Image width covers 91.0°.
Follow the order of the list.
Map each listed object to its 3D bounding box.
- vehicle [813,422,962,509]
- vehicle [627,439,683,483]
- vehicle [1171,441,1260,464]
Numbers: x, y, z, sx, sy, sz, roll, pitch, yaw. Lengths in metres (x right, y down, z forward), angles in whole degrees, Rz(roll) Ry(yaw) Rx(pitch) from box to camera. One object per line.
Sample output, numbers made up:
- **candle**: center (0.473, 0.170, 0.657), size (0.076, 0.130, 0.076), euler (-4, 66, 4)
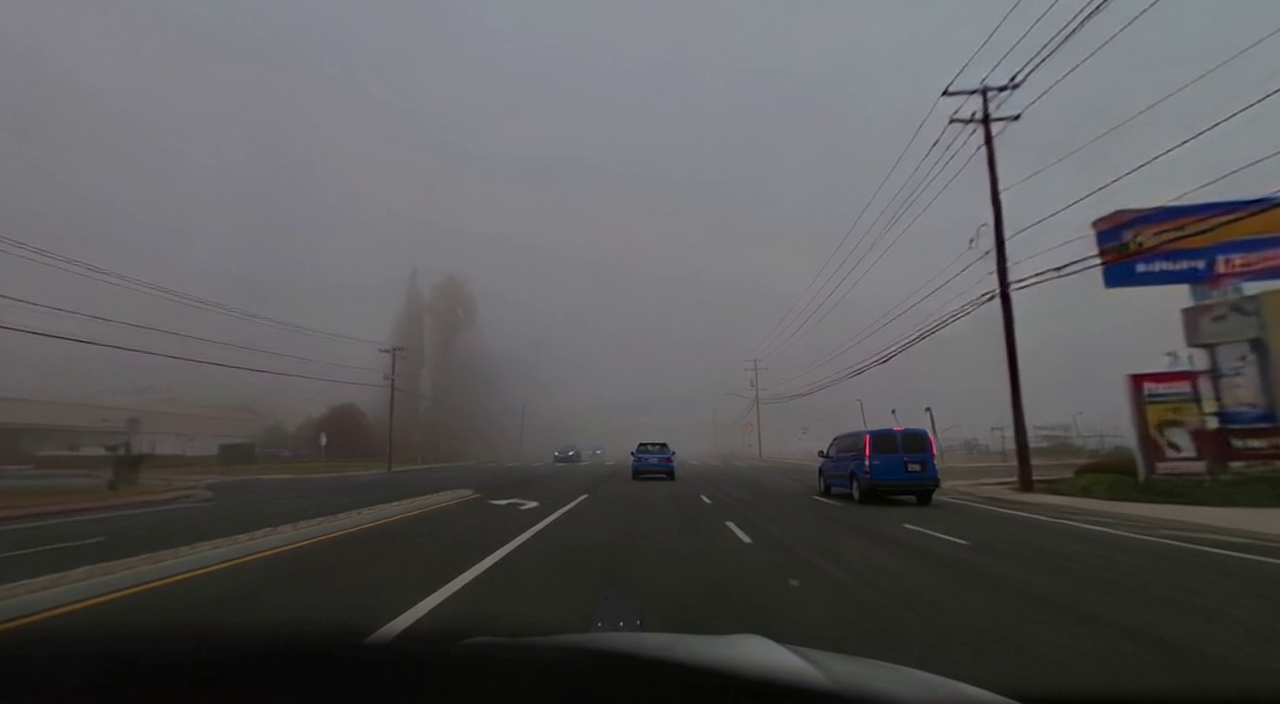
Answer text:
- **vehicle**: center (6.217, 2.910, 16.514), size (2.107, 1.928, 4.471), euler (0, -9, 1)
- **vehicle**: center (0.598, 4.476, 26.120), size (2.138, 1.672, 4.168), euler (0, -9, 1)
- **vehicle**: center (45.619, 7.991, 49.987), size (4.928, 1.678, 1.971), euler (-1, -10, 1)
